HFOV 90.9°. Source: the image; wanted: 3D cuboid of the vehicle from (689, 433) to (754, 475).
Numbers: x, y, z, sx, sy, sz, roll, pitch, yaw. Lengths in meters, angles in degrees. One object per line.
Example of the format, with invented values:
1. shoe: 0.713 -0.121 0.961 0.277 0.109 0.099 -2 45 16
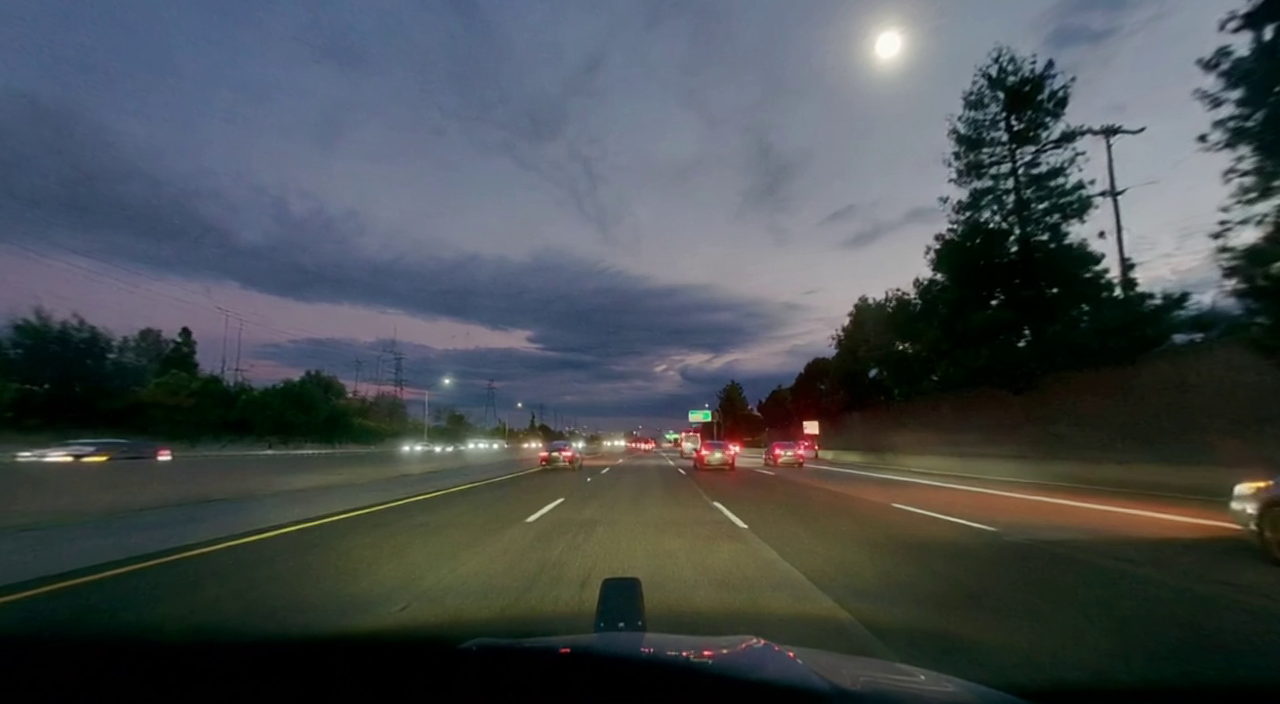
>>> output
1. vehicle: 3.436 4.401 27.429 2.146 1.639 4.475 0 -8 -1

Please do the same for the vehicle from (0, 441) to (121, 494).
1. vehicle: -18.777 3.570 19.842 1.650 1.467 3.708 -1 -8 1

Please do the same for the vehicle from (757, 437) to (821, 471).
1. vehicle: 7.294 5.019 31.369 1.988 1.518 4.856 0 -8 0

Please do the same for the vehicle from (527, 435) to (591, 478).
1. vehicle: -3.447 4.532 27.625 2.106 1.682 4.395 -1 -8 2
